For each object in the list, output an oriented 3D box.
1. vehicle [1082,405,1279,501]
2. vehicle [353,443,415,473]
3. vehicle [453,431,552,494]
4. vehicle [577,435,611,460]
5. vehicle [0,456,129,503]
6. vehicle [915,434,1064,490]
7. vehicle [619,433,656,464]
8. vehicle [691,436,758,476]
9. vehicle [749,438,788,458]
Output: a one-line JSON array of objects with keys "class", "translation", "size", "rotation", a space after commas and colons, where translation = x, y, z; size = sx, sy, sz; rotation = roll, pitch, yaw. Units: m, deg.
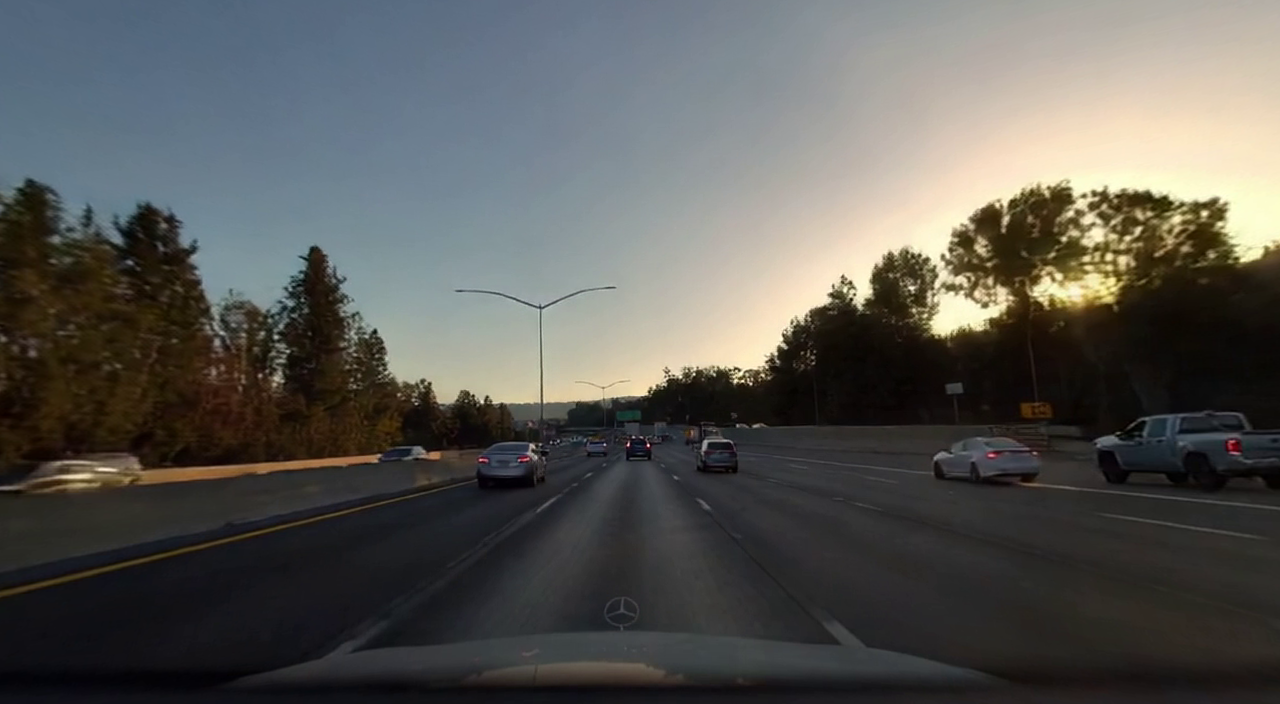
[{"class": "vehicle", "translation": [12.912, 2.255, 14.373], "size": [2.076, 1.799, 4.871], "rotation": [0, -8, -1]}, {"class": "vehicle", "translation": [-13.066, 5.426, 32.438], "size": [1.617, 1.421, 3.520], "rotation": [0, -8, 1]}, {"class": "vehicle", "translation": [-3.969, 3.246, 18.961], "size": [1.992, 1.651, 4.185], "rotation": [0, -8, 0]}, {"class": "vehicle", "translation": [-3.511, 7.490, 49.391], "size": [2.294, 1.825, 4.932], "rotation": [0, -8, 0]}, {"class": "vehicle", "translation": [-22.842, 4.872, 24.565], "size": [2.028, 1.520, 4.654], "rotation": [0, -8, 0]}, {"class": "vehicle", "translation": [9.593, 3.034, 17.761], "size": [1.910, 1.384, 3.867], "rotation": [0, -8, -1]}, {"class": "vehicle", "translation": [-0.181, 6.064, 39.828], "size": [2.192, 1.813, 4.864], "rotation": [0, -8, 0]}, {"class": "vehicle", "translation": [3.293, 4.181, 25.569], "size": [2.007, 1.469, 4.337], "rotation": [0, -8, -1]}, {"class": "vehicle", "translation": [9.841, 7.369, 48.604], "size": [1.945, 1.461, 4.230], "rotation": [0, -8, -2]}]
